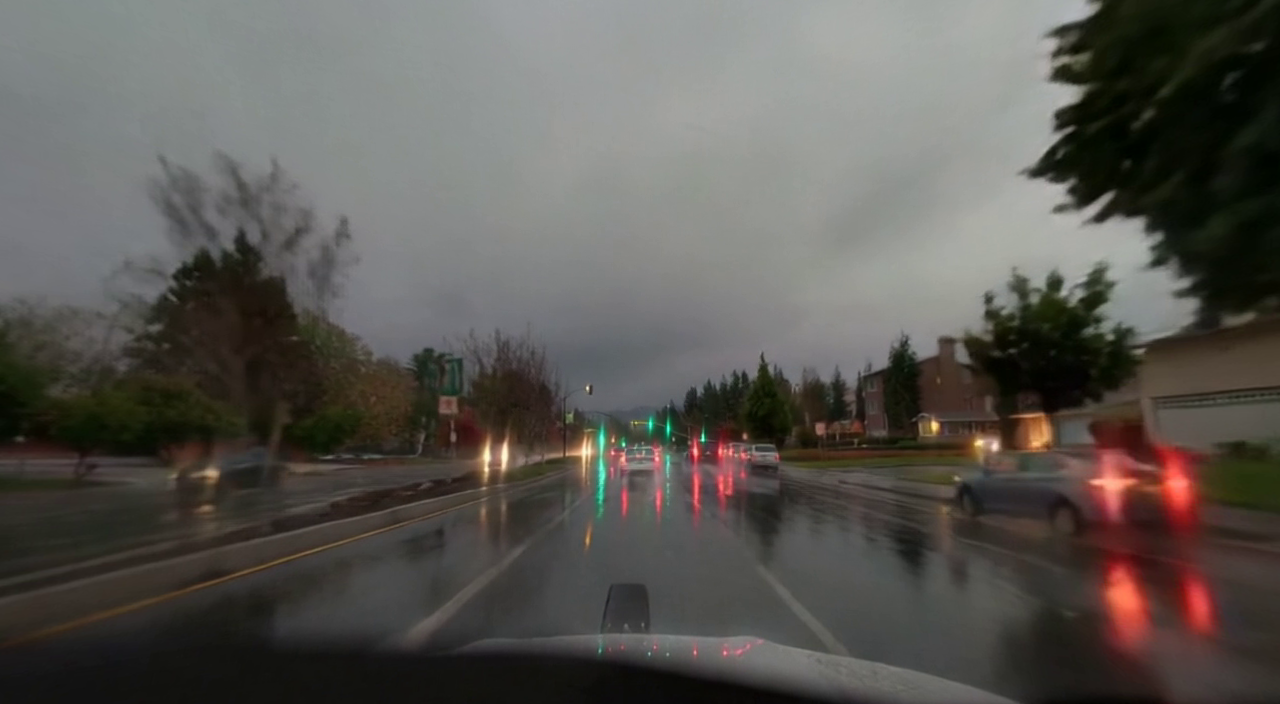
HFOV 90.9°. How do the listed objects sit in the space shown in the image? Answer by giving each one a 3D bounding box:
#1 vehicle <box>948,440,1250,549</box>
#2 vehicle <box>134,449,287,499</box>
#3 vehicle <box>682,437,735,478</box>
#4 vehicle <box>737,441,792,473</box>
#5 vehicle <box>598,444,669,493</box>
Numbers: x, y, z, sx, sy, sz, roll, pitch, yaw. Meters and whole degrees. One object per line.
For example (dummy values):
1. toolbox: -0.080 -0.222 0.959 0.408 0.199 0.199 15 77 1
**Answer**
1. vehicle: 7.485 2.311 11.009 1.980 1.497 4.345 0 -8 0
2. vehicle: -14.502 4.104 21.701 1.901 1.468 4.689 0 -8 1
3. vehicle: 3.264 5.149 31.003 2.073 1.822 4.276 0 -8 0
4. vehicle: 7.582 6.466 38.865 2.184 1.786 5.497 1 -10 -1
5. vehicle: -0.213 3.822 21.099 2.140 1.474 4.026 0 -8 0
